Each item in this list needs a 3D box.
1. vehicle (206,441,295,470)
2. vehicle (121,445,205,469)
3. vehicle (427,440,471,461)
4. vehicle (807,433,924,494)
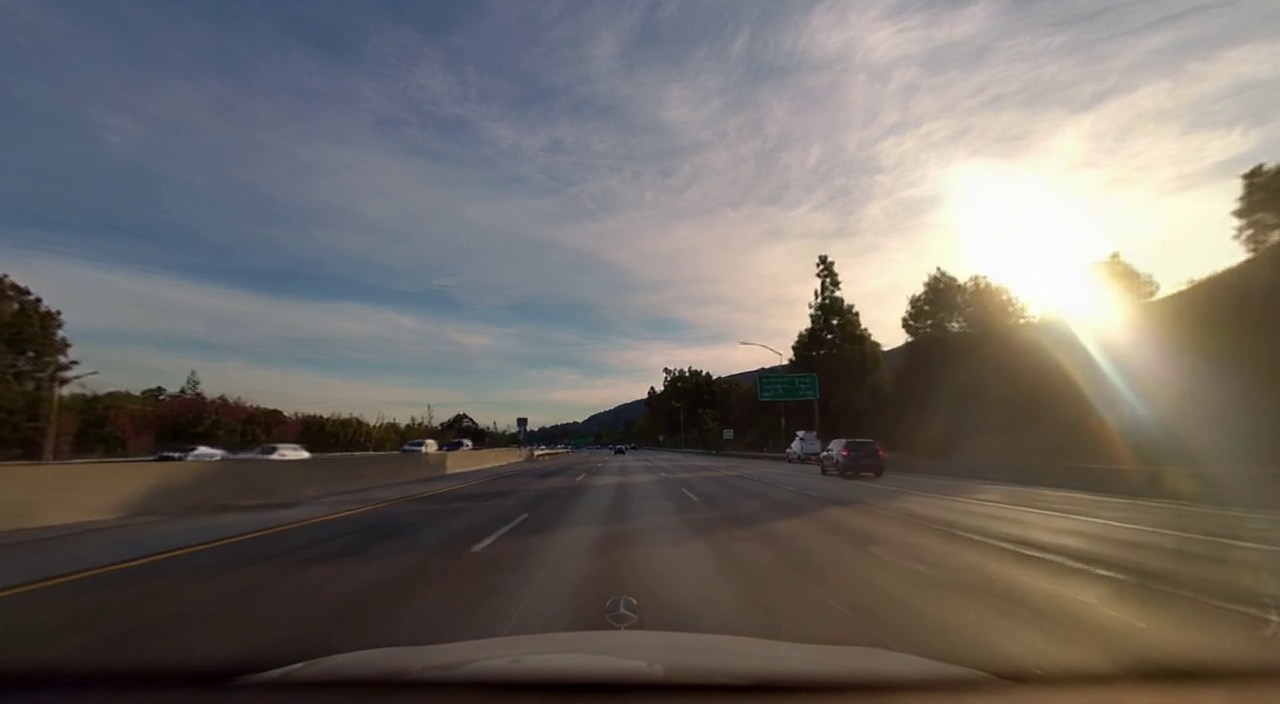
[{"bbox_3d":[-21.374,5.713,34.956,1.932,1.492,4.771,0,-9,-1],"label":"vehicle"},{"bbox_3d":[-29.832,6.568,39.714,1.808,1.445,4.514,0,-9,-1],"label":"vehicle"},{"bbox_3d":[-14.909,7.737,49.568,2.089,1.559,4.558,0,-9,-1],"label":"vehicle"},{"bbox_3d":[6.864,3.431,19.757,2.081,1.705,3.926,0,-9,-2],"label":"vehicle"}]
